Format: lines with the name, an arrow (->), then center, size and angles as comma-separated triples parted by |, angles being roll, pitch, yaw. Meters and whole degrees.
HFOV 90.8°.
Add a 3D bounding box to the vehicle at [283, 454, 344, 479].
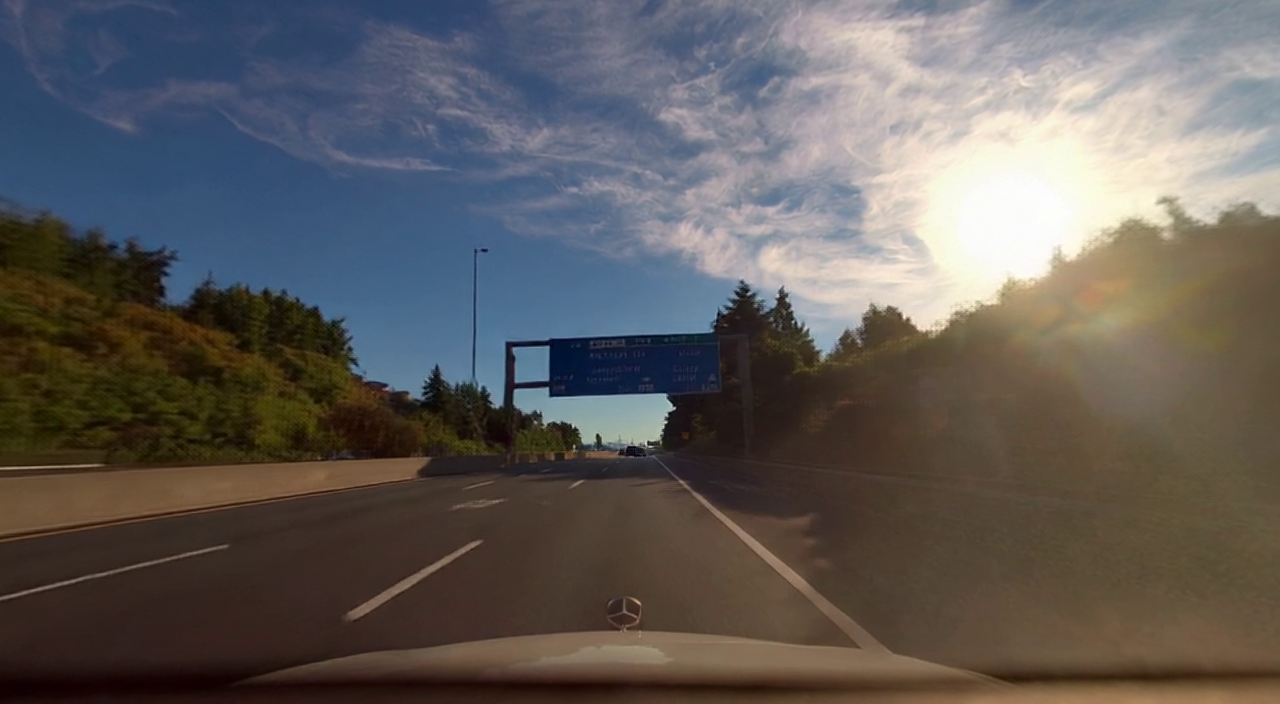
vehicle -> -21.011, 7.369, 40.801 | 1.776, 1.443, 4.091 | 0, -9, 0
